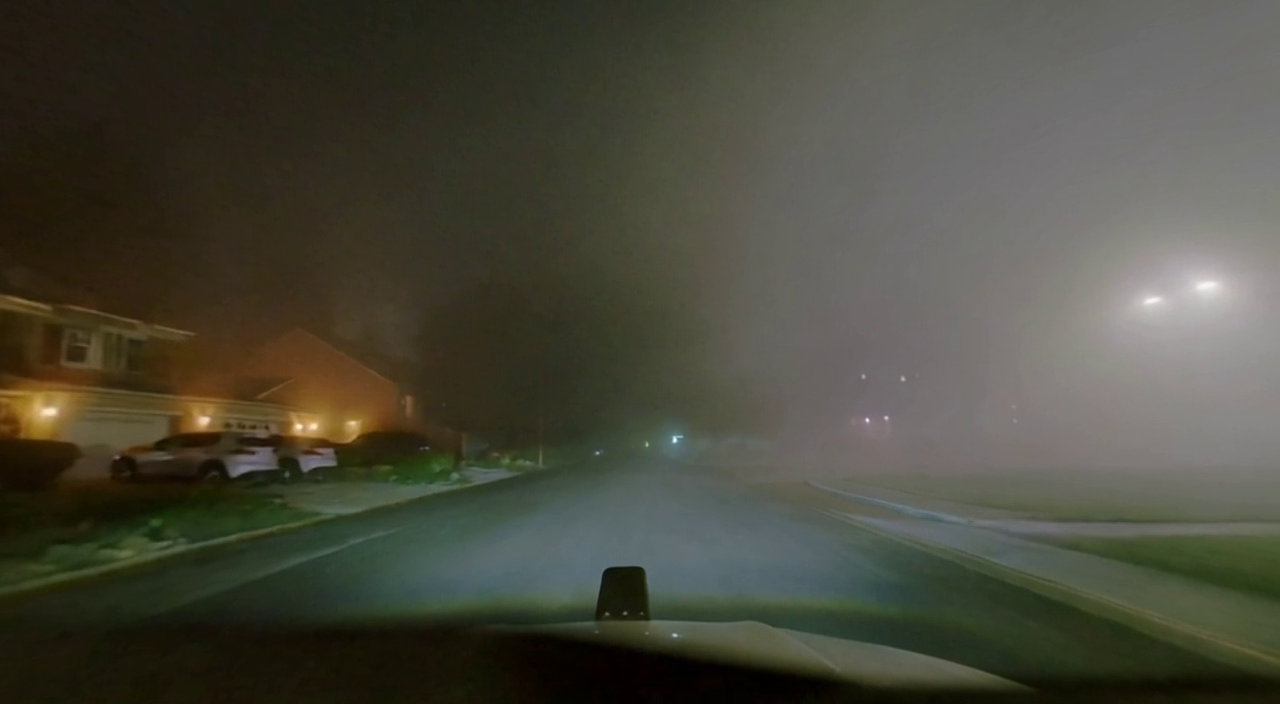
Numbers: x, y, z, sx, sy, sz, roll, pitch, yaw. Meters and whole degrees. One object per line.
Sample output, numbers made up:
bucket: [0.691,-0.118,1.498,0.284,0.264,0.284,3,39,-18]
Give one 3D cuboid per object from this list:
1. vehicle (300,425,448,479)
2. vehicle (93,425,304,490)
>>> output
vehicle: [-12.887,4.893,30.971,5.946,2.048,2.595,5,-9,-3]
vehicle: [-13.520,3.253,19.598,4.796,1.864,2.328,-1,-9,2]
